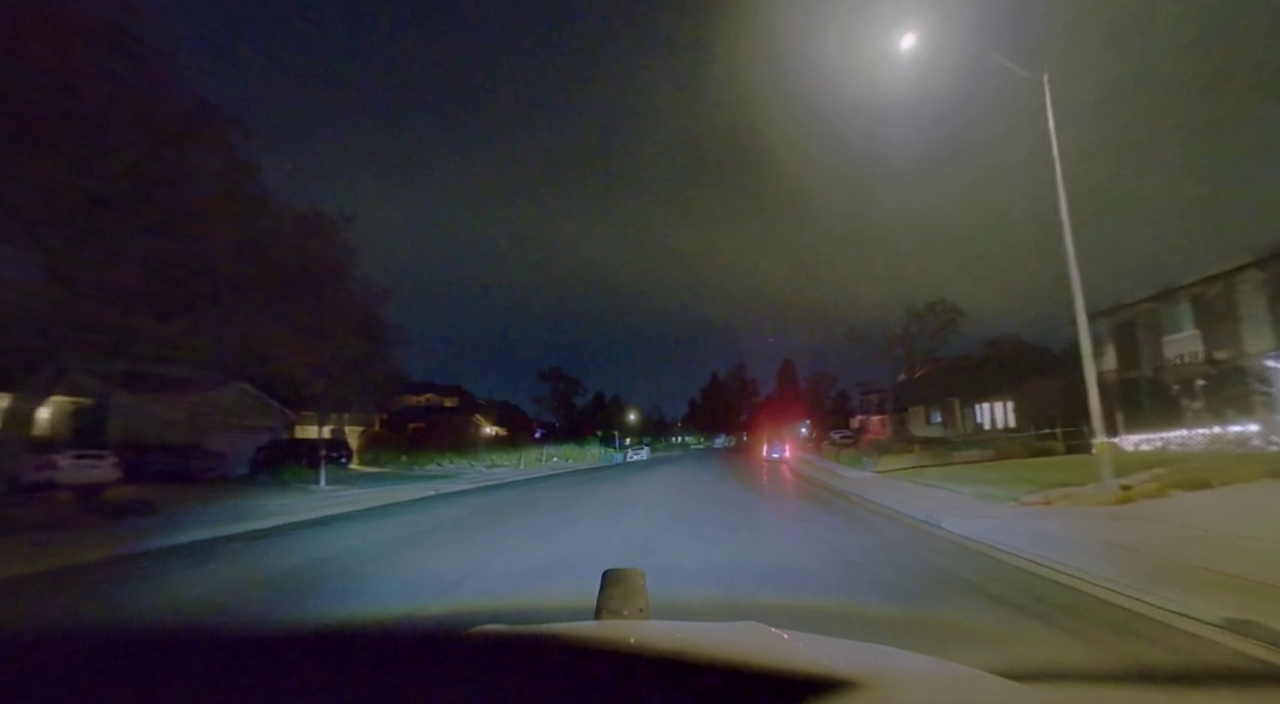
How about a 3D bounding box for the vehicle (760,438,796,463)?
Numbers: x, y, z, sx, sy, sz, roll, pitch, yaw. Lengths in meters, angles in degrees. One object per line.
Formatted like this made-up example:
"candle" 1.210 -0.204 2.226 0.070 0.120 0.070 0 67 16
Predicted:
"vehicle" 8.755 6.271 40.239 2.129 1.490 4.369 -2 -9 11
